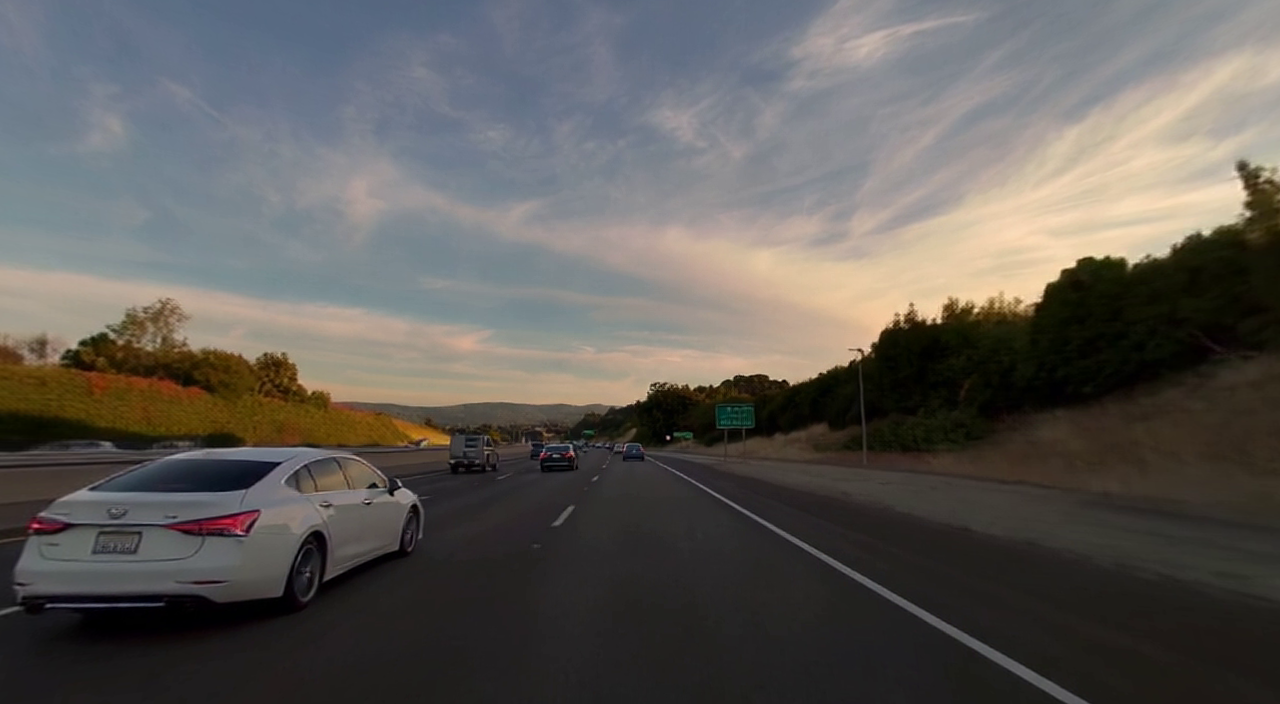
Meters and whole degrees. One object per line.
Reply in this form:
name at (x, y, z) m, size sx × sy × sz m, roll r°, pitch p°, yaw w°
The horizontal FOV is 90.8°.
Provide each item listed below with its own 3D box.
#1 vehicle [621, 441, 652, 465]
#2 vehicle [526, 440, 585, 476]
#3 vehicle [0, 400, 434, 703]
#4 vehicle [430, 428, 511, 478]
vehicle at (-0.308, 6.888, 43.300) m, size 2.018 × 1.508 × 4.087 m, roll 0°, pitch -8°, yaw -2°
vehicle at (-3.687, 4.720, 28.416) m, size 2.068 × 1.501 × 4.395 m, roll 0°, pitch -8°, yaw 0°
vehicle at (-3.388, 1.300, 5.067) m, size 2.025 × 1.506 × 4.429 m, roll 0°, pitch -8°, yaw -1°
vehicle at (-7.331, 4.414, 27.925) m, size 2.171 × 1.982 × 5.246 m, roll 0°, pitch -8°, yaw -1°
